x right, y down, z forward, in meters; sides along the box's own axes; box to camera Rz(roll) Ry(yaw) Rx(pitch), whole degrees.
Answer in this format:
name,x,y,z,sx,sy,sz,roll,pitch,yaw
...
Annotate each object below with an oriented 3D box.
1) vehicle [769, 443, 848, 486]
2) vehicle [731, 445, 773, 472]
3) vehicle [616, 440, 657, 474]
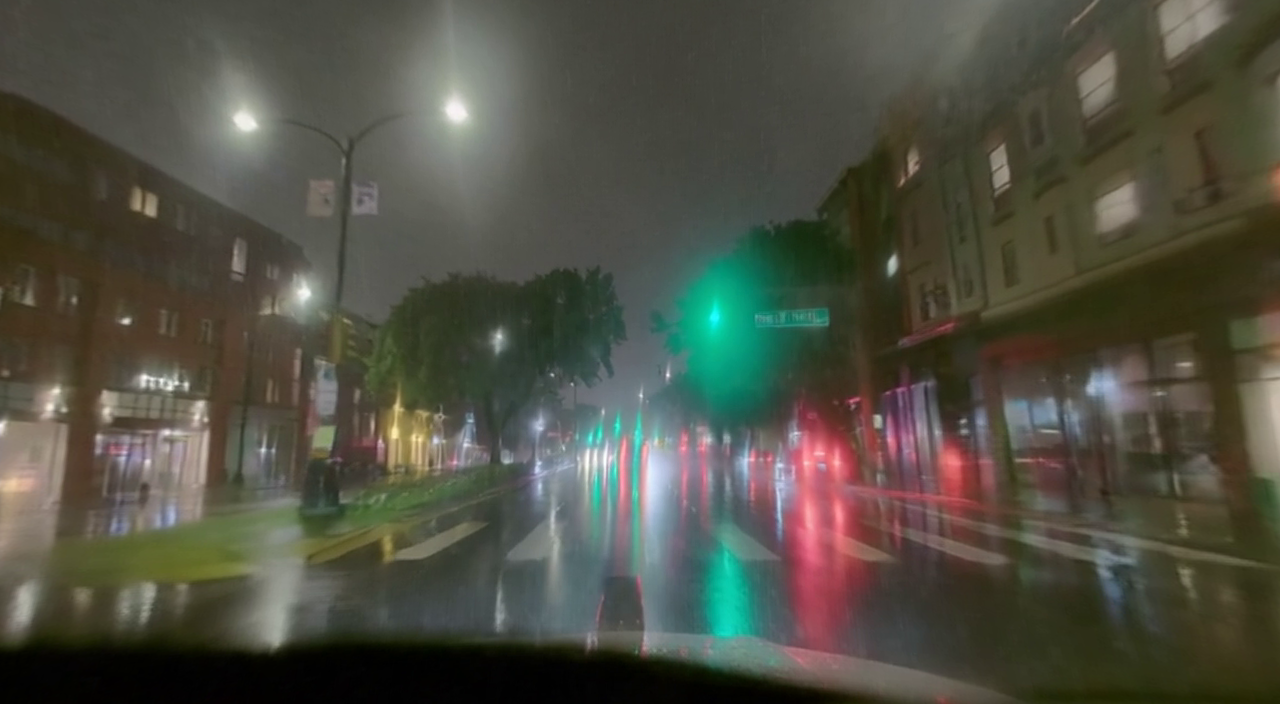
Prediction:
name,x,y,z,sx,sy,sz,roll,pitch,yaw
vehicle,6.807,4.588,26.033,2.069,1.590,4.066,0,-9,-1
vehicle,6.924,6.600,39.333,1.785,1.586,3.896,0,-9,-2
vehicle,-0.252,5.922,35.839,2.223,1.775,4.250,0,-9,-2
